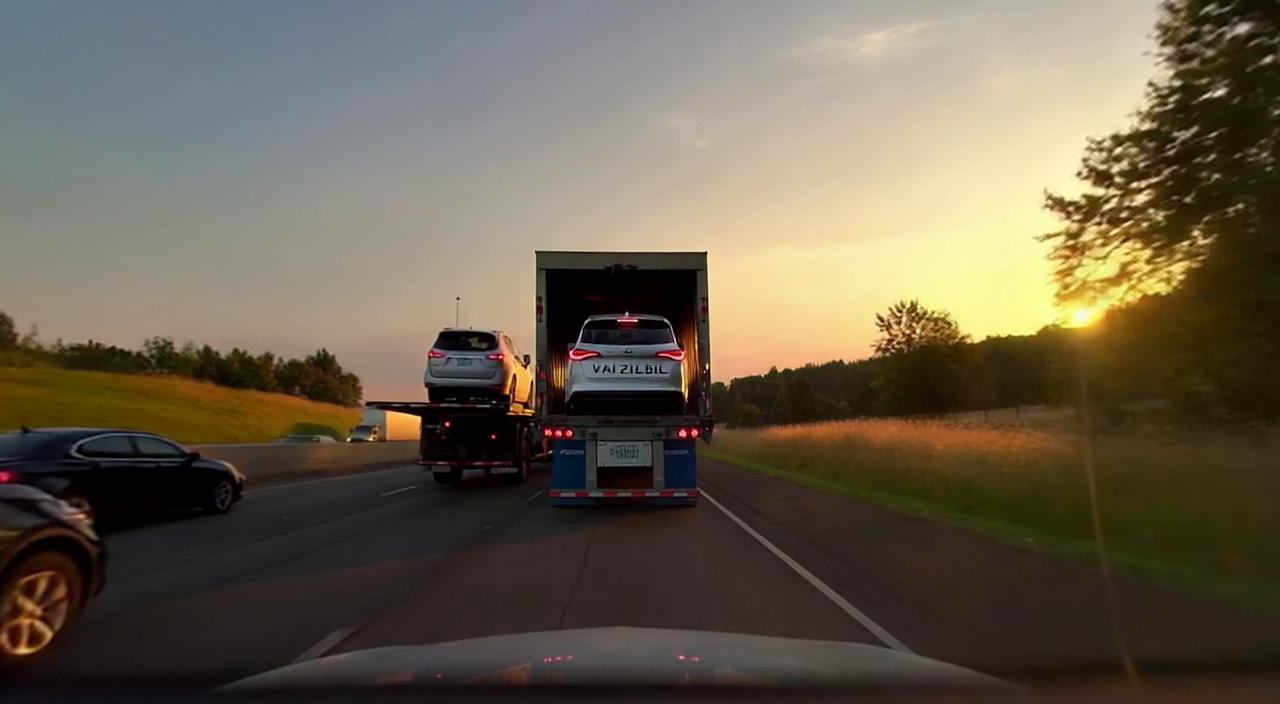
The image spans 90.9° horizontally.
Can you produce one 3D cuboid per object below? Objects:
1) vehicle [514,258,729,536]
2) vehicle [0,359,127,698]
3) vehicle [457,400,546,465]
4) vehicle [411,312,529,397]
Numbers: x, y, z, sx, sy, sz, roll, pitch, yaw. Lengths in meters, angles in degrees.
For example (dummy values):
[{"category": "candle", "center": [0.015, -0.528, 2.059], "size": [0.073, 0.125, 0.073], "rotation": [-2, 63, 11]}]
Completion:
[{"category": "vehicle", "center": [-0.430, 1.141, 12.837], "size": [2.738, 3.628, 9.223], "rotation": [0, -7, -2]}, {"category": "vehicle", "center": [-4.090, 0.685, 1.653], "size": [1.914, 1.675, 4.331], "rotation": [0, -7, -2]}, {"category": "vehicle", "center": [-4.570, 2.746, 21.508], "size": [2.258, 1.970, 4.402], "rotation": [0, -7, -3]}, {"category": "vehicle", "center": [-4.484, 0.224, 17.464], "size": [2.118, 1.799, 4.591], "rotation": [0, -7, -2]}]
